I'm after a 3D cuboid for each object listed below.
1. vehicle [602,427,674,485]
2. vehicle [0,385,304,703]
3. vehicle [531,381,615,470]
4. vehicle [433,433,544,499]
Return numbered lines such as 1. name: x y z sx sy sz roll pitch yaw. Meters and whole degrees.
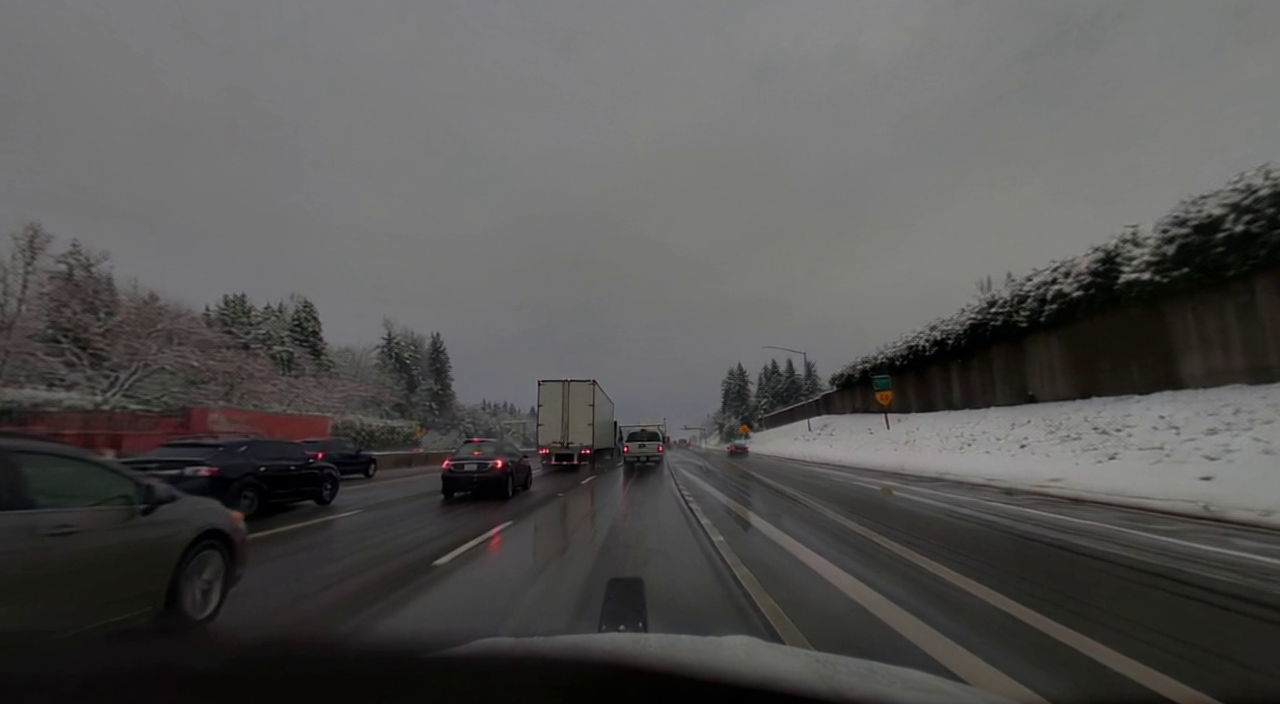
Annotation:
1. vehicle: -0.055 3.682 22.599 2.325 1.864 4.128 0 -8 0
2. vehicle: -3.764 0.946 2.840 1.866 1.568 4.603 0 -8 1
3. vehicle: -3.712 5.050 40.081 3.348 4.469 16.443 0 -9 1
4. vehicle: -4.100 3.156 17.831 2.124 1.627 3.863 0 -8 1
